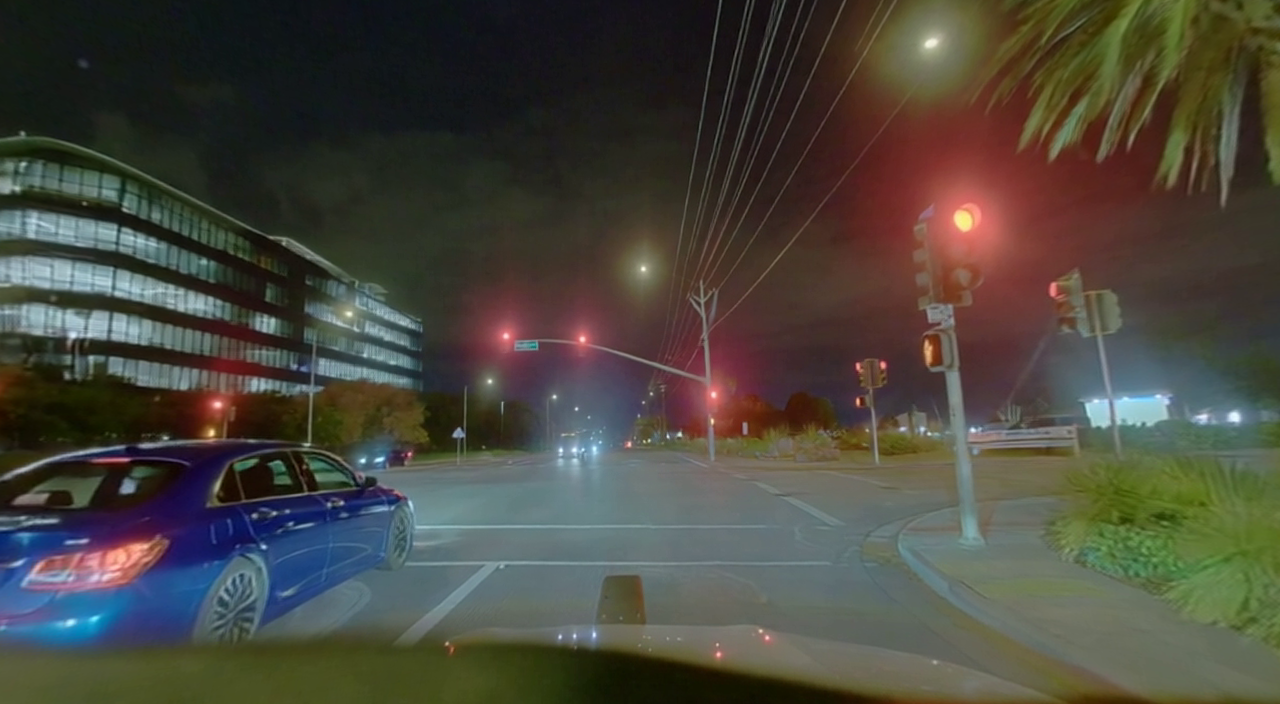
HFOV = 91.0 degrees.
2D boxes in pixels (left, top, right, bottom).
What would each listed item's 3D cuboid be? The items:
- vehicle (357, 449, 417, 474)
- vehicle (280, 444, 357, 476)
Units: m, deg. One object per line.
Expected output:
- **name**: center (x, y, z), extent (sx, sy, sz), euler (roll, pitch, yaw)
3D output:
- **vehicle**: center (-15.252, 6.583, 38.151), extent (1.875, 1.389, 3.784), euler (0, -9, 3)
- **vehicle**: center (-19.042, 6.415, 37.567), extent (2.017, 1.739, 4.569), euler (0, -9, 2)
